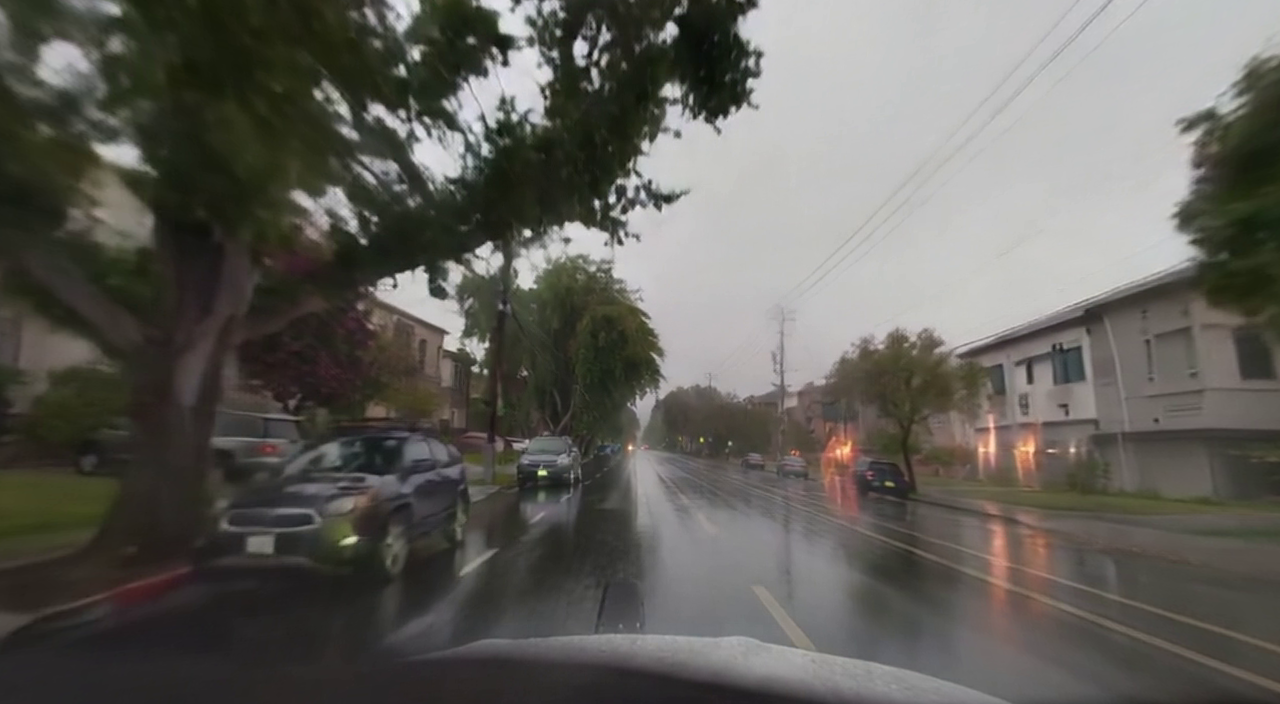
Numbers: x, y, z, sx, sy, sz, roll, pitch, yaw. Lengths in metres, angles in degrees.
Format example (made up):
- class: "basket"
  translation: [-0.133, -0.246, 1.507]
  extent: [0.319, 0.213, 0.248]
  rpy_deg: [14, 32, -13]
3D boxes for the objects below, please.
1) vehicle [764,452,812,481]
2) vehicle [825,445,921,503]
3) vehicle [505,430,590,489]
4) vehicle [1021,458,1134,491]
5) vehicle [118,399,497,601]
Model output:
- class: "vehicle"
  translation: [9.701, 7.514, 41.712]
  extent: [1.977, 1.495, 4.800]
  rpy_deg: [8, -9, 2]
- class: "vehicle"
  translation: [9.621, 5.034, 26.555]
  extent: [2.156, 1.882, 4.790]
  rpy_deg: [8, -9, 1]
- class: "vehicle"
  translation: [-3.288, 4.002, 23.786]
  extent: [2.290, 1.924, 5.536]
  rpy_deg: [0, -9, 1]
- class: "vehicle"
  translation: [22.257, 6.223, 32.247]
  extent: [4.172, 1.630, 2.112]
  rpy_deg: [0, -9, -2]
- class: "vehicle"
  translation: [-3.460, 1.674, 8.047]
  extent: [2.127, 1.737, 4.961]
  rpy_deg: [0, -9, 0]
